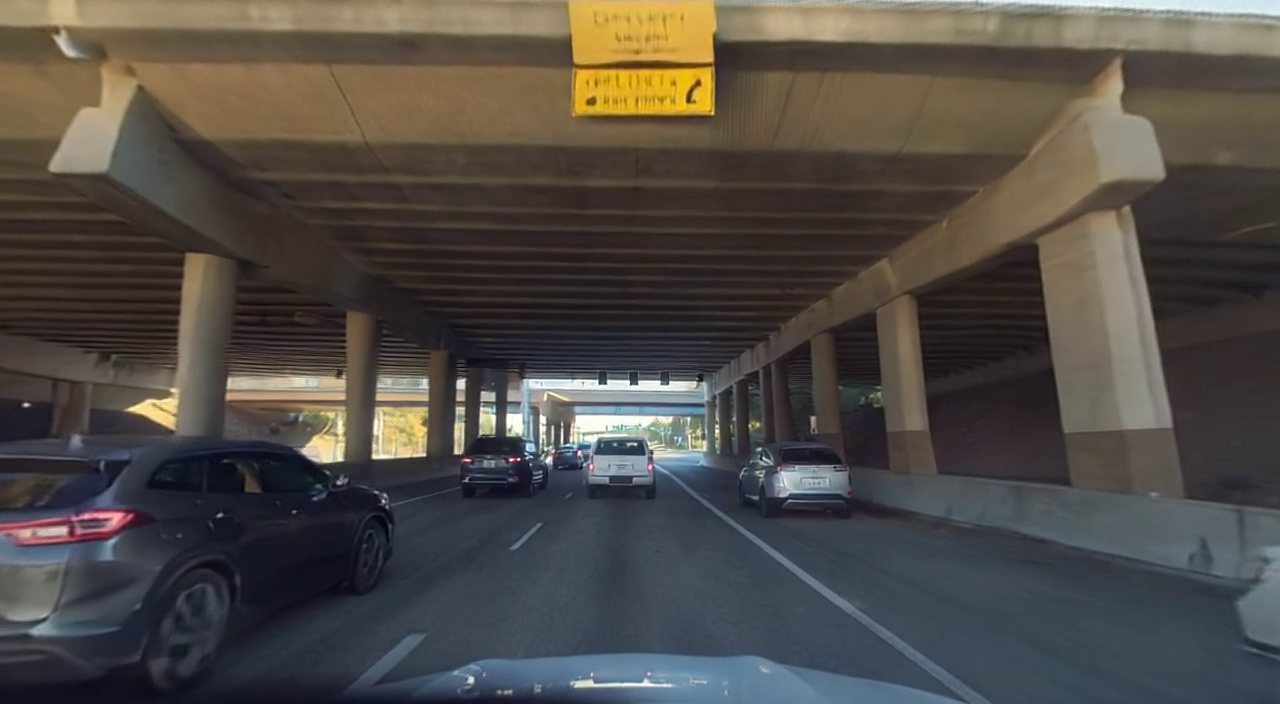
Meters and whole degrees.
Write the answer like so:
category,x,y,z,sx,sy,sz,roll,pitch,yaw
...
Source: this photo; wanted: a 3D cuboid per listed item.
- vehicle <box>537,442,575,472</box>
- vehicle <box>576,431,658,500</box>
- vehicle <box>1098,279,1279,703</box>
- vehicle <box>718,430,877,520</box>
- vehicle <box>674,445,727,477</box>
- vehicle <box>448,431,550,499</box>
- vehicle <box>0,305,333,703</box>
category,x,y,z,sx,sy,sz,roll,pitch,yaw
vehicle,-4.722,5.953,35.951,1.829,1.614,3.611,0,-8,-3
vehicle,-0.648,3.188,18.067,2.097,1.748,3.794,0,-8,-2
vehicle,3.717,0.483,0.966,2.401,1.968,4.841,0,-8,1
vehicle,3.360,2.762,14.867,2.234,1.720,5.378,0,-8,-2
vehicle,2.983,5.445,31.778,2.026,1.457,3.969,1,-8,-4
vehicle,-3.908,3.205,18.253,2.127,1.720,4.064,0,-8,-2
vehicle,-3.550,0.779,2.797,2.074,1.814,4.596,0,-8,-1
